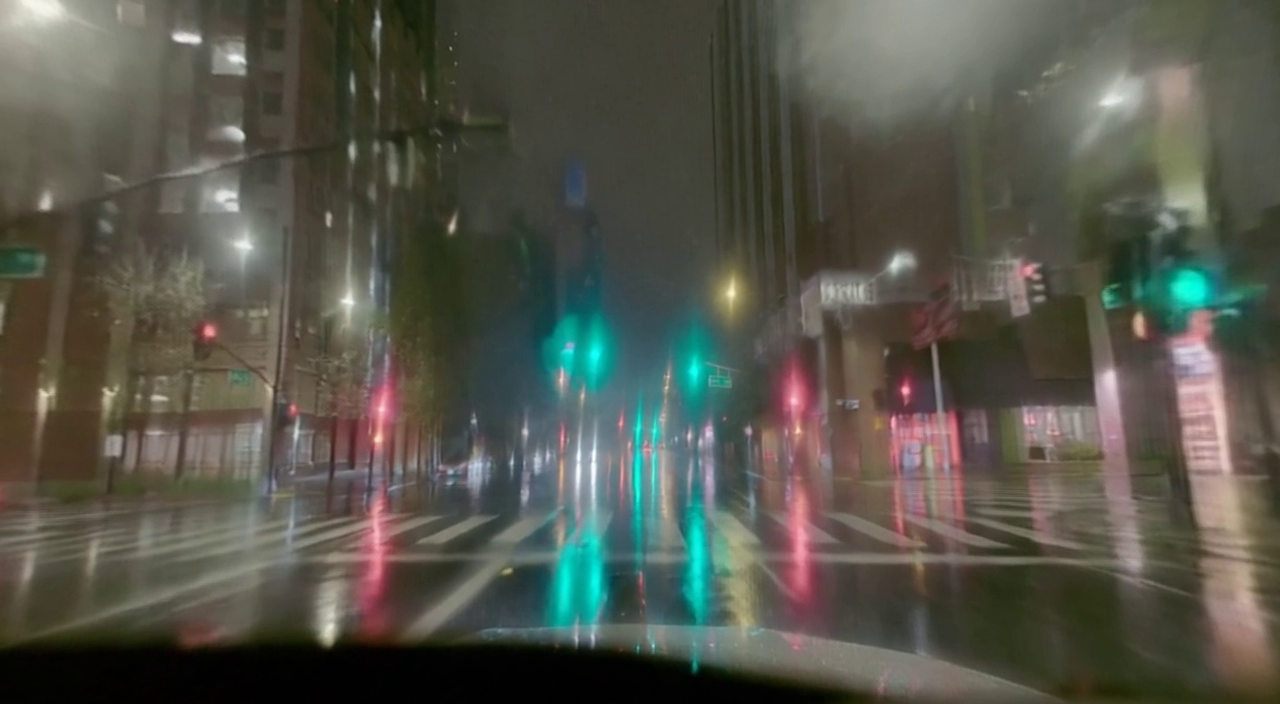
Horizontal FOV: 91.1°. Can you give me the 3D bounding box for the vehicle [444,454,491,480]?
[{"bbox_3d":[-11.926,7.937,43.622,1.910,1.511,4.565,-1,-7,1],"label":"vehicle"}]
